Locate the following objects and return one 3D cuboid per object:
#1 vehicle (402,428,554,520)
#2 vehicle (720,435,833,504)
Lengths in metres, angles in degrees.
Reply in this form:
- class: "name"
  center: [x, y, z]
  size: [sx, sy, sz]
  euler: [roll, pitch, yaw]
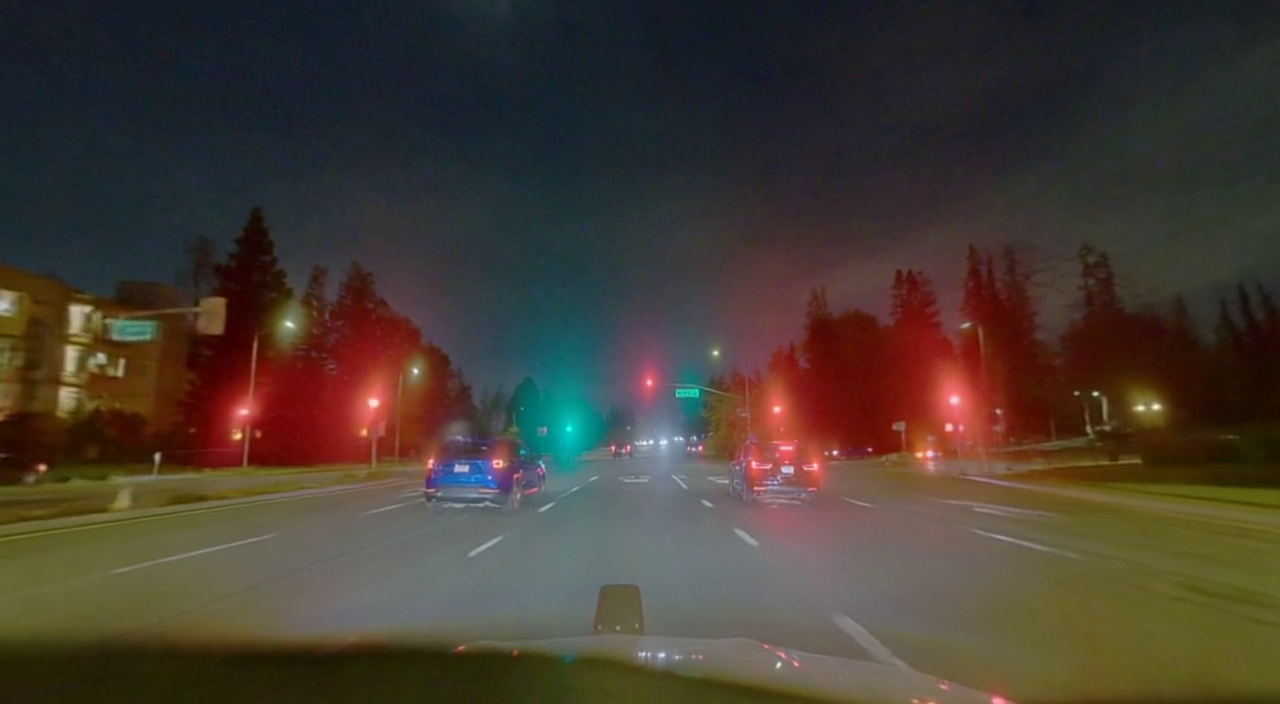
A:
- class: "vehicle"
  center: [-3.338, 2.616, 14.117]
  size: [2.045, 1.688, 4.632]
  euler: [-1, -9, 2]
- class: "vehicle"
  center: [3.631, 3.199, 17.706]
  size: [2.132, 1.659, 4.387]
  euler: [0, -9, -1]
